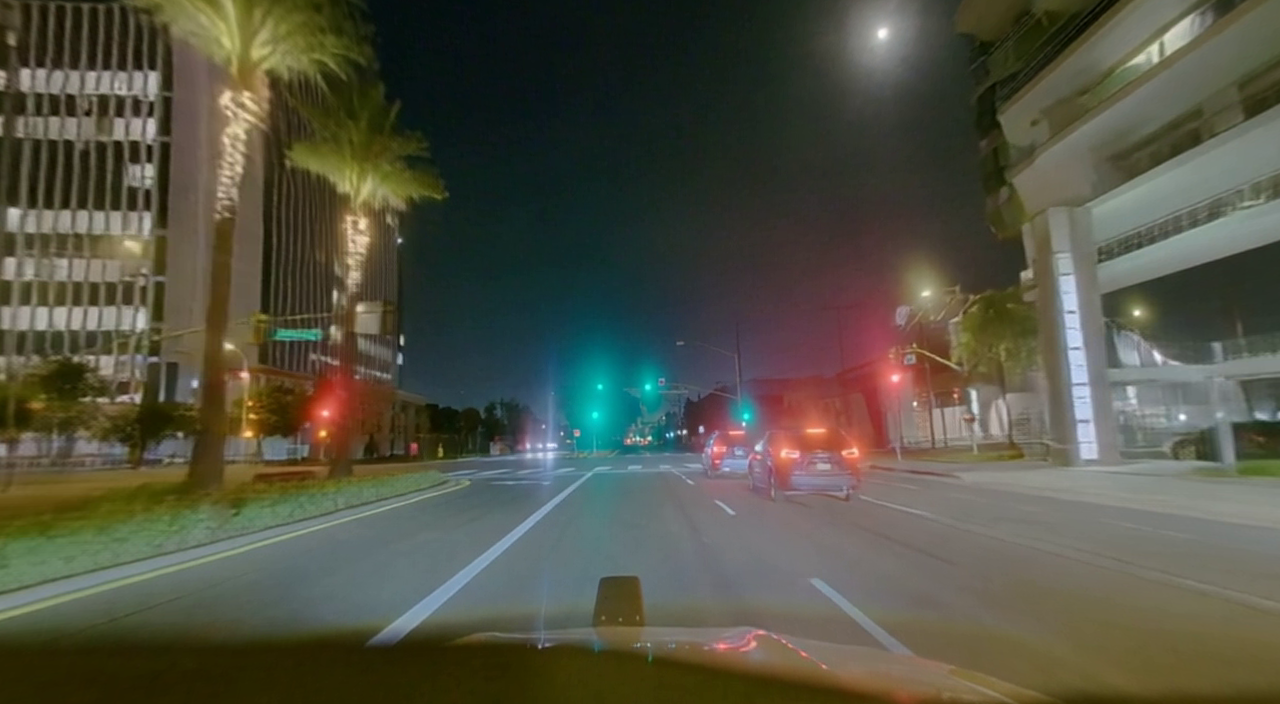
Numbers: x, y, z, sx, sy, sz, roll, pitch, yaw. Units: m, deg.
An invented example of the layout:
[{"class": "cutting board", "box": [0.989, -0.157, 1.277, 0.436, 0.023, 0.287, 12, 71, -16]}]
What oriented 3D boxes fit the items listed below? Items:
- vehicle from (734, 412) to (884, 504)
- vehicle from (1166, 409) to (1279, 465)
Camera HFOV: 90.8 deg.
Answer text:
[{"class": "vehicle", "box": [3.634, 2.407, 14.683, 2.060, 1.756, 4.770, 0, -8, -1]}, {"class": "vehicle", "box": [19.518, 2.699, 19.983, 1.761, 1.615, 4.403, 0, -9, -3]}]
